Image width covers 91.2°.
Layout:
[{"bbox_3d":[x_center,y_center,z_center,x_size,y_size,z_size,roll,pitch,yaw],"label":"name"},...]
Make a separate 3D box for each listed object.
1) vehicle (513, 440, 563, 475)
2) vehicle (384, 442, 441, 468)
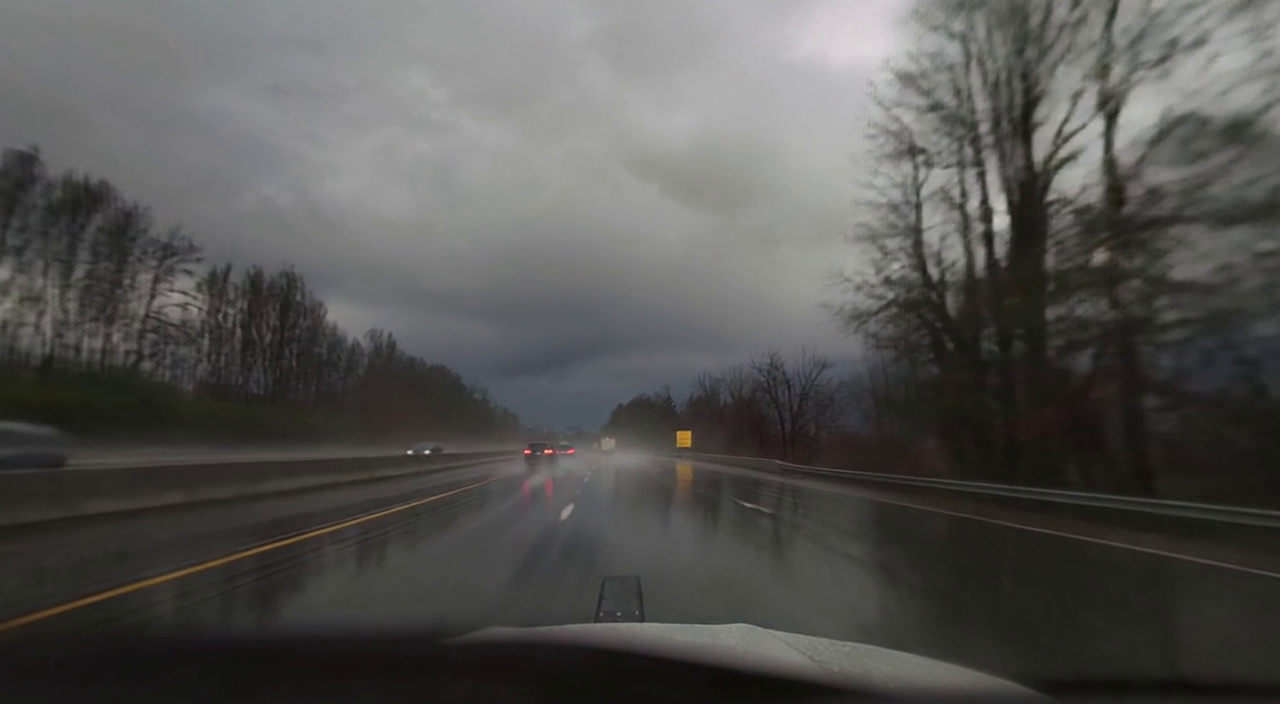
[{"bbox_3d":[-5.330,5.574,33.375,2.151,1.693,4.201,0,-9,-3],"label":"vehicle"},{"bbox_3d":[-14.530,6.578,40.349,2.122,1.535,4.780,0,-9,-3],"label":"vehicle"}]
